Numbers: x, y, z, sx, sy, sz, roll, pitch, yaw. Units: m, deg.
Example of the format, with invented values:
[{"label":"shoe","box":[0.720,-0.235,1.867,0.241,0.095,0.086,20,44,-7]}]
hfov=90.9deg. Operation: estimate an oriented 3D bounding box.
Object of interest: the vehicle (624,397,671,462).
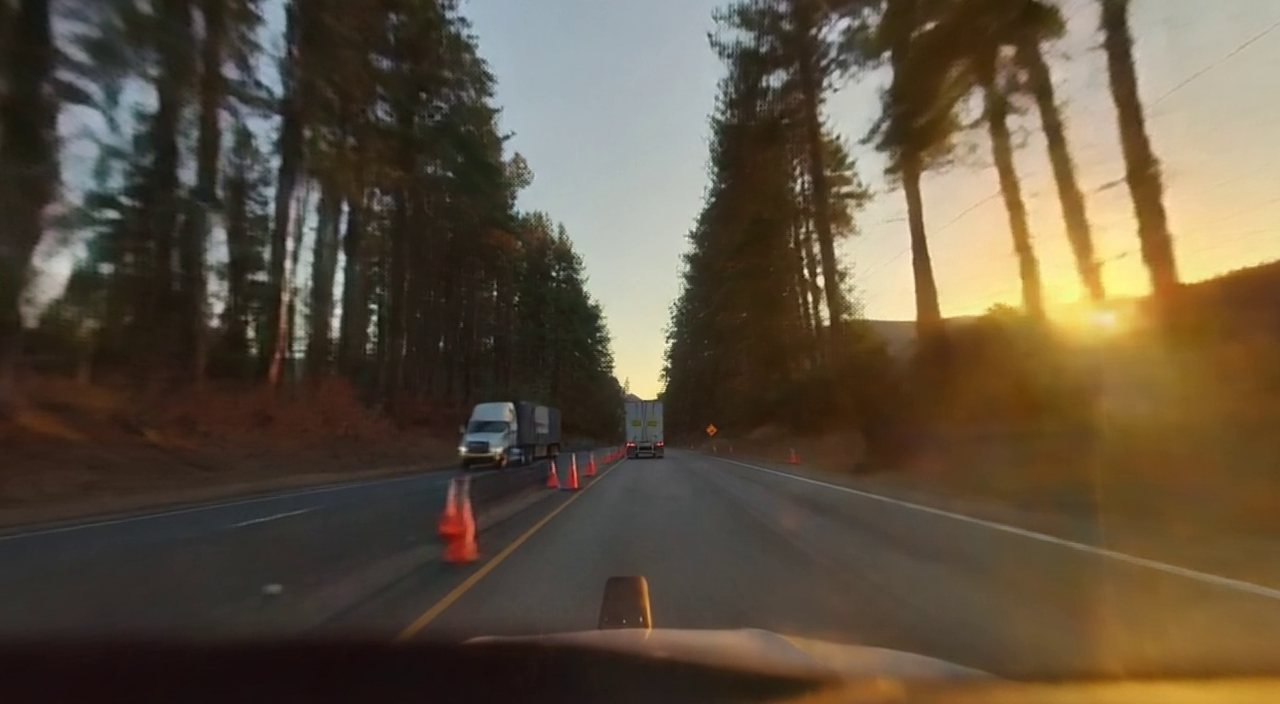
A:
[{"label":"vehicle","box":[0.355,5.702,45.554,2.935,4.068,11.036,0,-8,-1]}]

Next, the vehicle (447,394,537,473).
[{"label":"vehicle","box":[-8.290,4.795,36.725,3.025,4.018,8.862,0,-8,0]}]
